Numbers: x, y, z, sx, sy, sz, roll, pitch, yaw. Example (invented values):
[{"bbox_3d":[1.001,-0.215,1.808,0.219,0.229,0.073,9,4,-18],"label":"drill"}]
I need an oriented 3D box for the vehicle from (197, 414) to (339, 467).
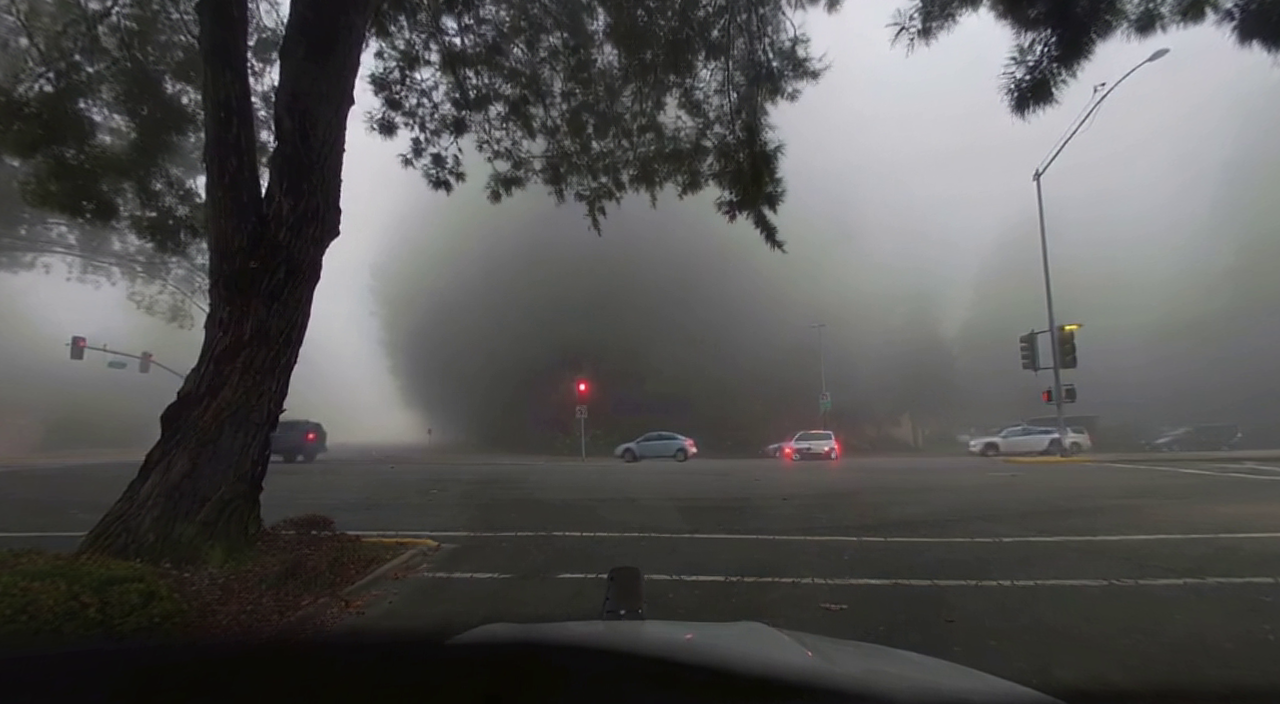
[{"bbox_3d":[-23.959,5.735,40.813,7.790,3.197,2.653,-1,-9,9],"label":"vehicle"}]

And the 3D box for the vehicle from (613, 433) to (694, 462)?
[{"bbox_3d":[0.790,5.437,36.094,4.370,1.592,1.886,-2,-9,10],"label":"vehicle"}]

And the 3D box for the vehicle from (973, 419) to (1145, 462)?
[{"bbox_3d":[15.026,3.214,22.947,4.749,1.461,1.892,-1,-9,9],"label":"vehicle"}]
